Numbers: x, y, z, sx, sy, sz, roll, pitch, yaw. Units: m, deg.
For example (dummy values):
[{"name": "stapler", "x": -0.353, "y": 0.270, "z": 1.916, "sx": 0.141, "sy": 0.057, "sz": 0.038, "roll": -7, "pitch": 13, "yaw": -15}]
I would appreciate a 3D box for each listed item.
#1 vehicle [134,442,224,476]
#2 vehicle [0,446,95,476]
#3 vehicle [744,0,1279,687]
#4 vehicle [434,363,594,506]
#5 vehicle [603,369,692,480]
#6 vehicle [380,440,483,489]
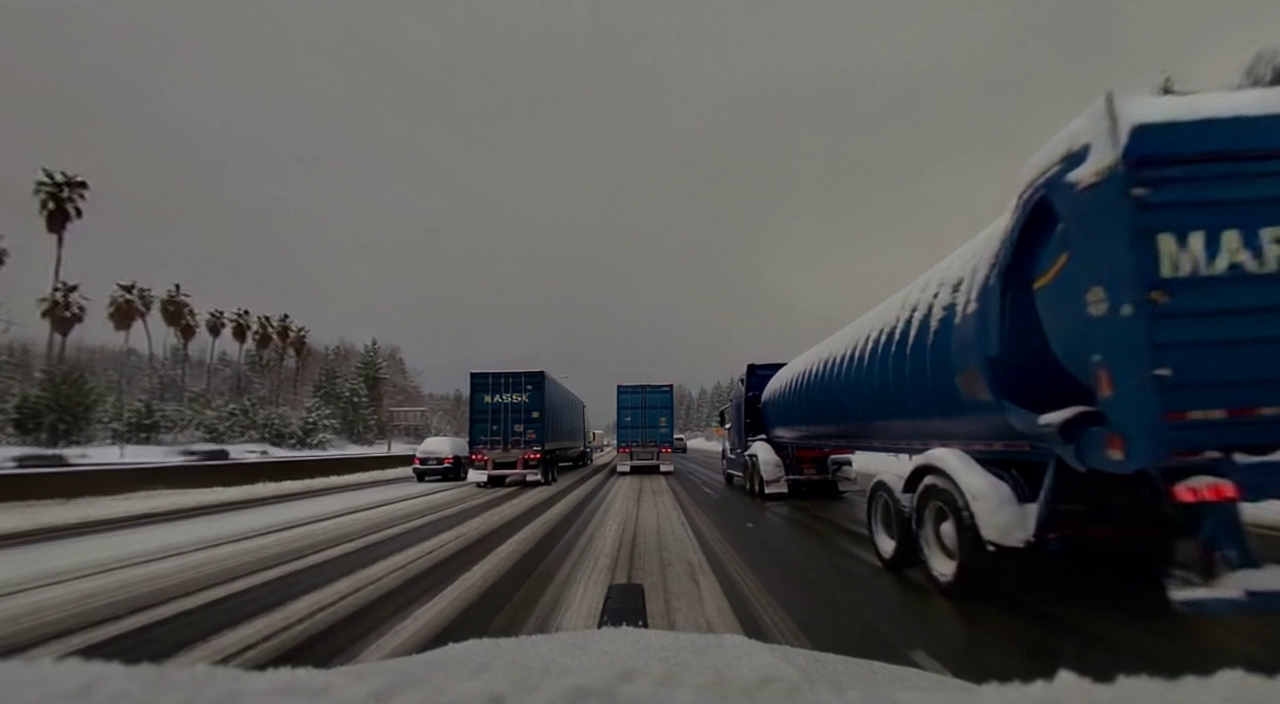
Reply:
[{"name": "vehicle", "x": -20.443, "y": 4.726, "z": 28.127, "sx": 1.442, "sy": 1.379, "sz": 3.278, "roll": 0, "pitch": -8, "yaw": 1}, {"name": "vehicle", "x": -41.625, "y": 7.450, "z": 43.450, "sx": 2.377, "sy": 1.809, "sz": 6.207, "roll": -1, "pitch": -8, "yaw": 3}, {"name": "vehicle", "x": 4.414, "y": 0.793, "z": 10.926, "sx": 2.887, "sy": 4.178, "sz": 14.553, "roll": 0, "pitch": -8, "yaw": 1}, {"name": "vehicle", "x": -3.270, "y": 2.653, "z": 19.939, "sx": 2.786, "sy": 3.228, "sz": 11.082, "roll": 0, "pitch": -8, "yaw": 0}, {"name": "vehicle", "x": 0.326, "y": 3.871, "z": 31.066, "sx": 3.097, "sy": 3.856, "sz": 18.209, "roll": 0, "pitch": -9, "yaw": 0}, {"name": "vehicle", "x": -6.816, "y": 3.706, "z": 21.202, "sx": 1.916, "sy": 1.465, "sz": 4.451, "roll": 0, "pitch": -8, "yaw": 0}]
